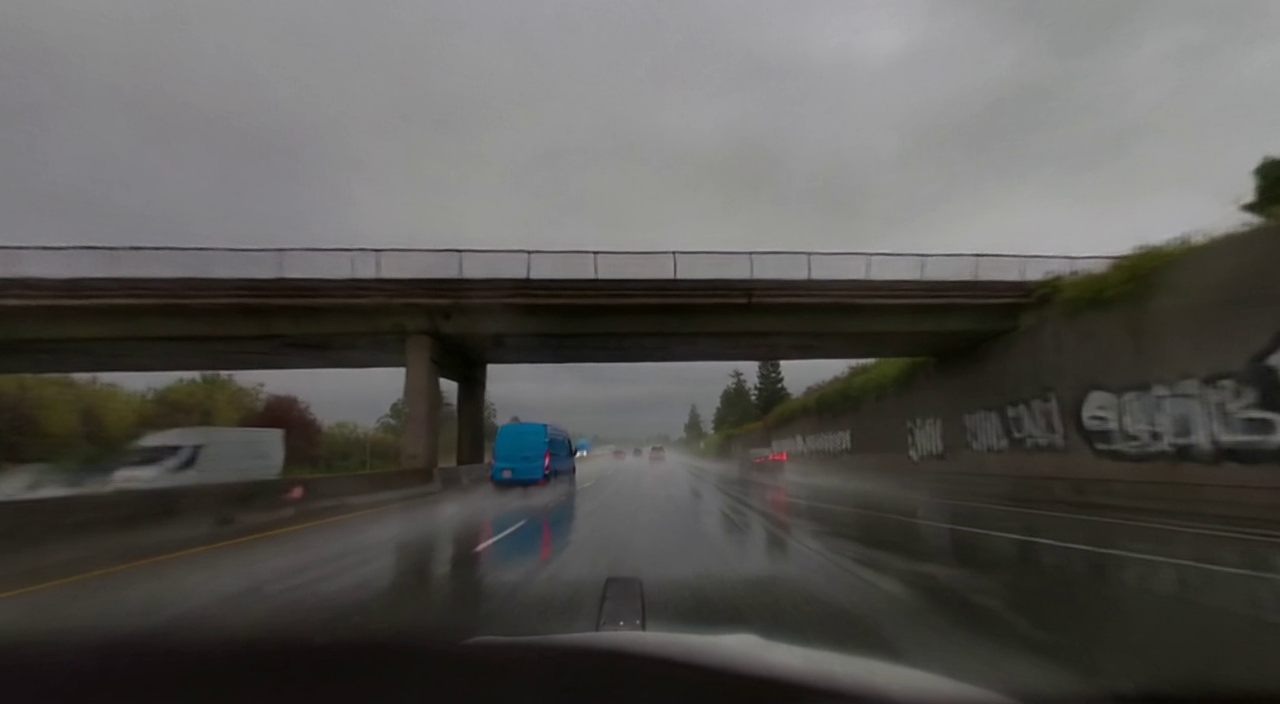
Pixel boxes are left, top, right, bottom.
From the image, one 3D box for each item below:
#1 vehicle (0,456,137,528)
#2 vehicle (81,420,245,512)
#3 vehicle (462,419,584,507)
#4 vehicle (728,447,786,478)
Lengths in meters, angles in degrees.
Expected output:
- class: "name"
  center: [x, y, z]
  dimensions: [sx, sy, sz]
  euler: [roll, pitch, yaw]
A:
- class: "vehicle"
  center: [-16.352, 3.651, 16.843]
  dimensions: [1.960, 1.632, 4.602]
  euler: [0, -9, 1]
- class: "vehicle"
  center: [-16.299, 3.877, 21.923]
  dimensions: [2.186, 2.850, 4.135]
  euler: [-1, -9, 2]
- class: "vehicle"
  center: [-2.969, 2.984, 17.329]
  dimensions: [2.310, 2.030, 5.094]
  euler: [0, -8, 1]
- class: "vehicle"
  center: [6.187, 5.888, 33.970]
  dimensions: [1.972, 1.492, 4.623]
  euler: [0, -9, -4]
